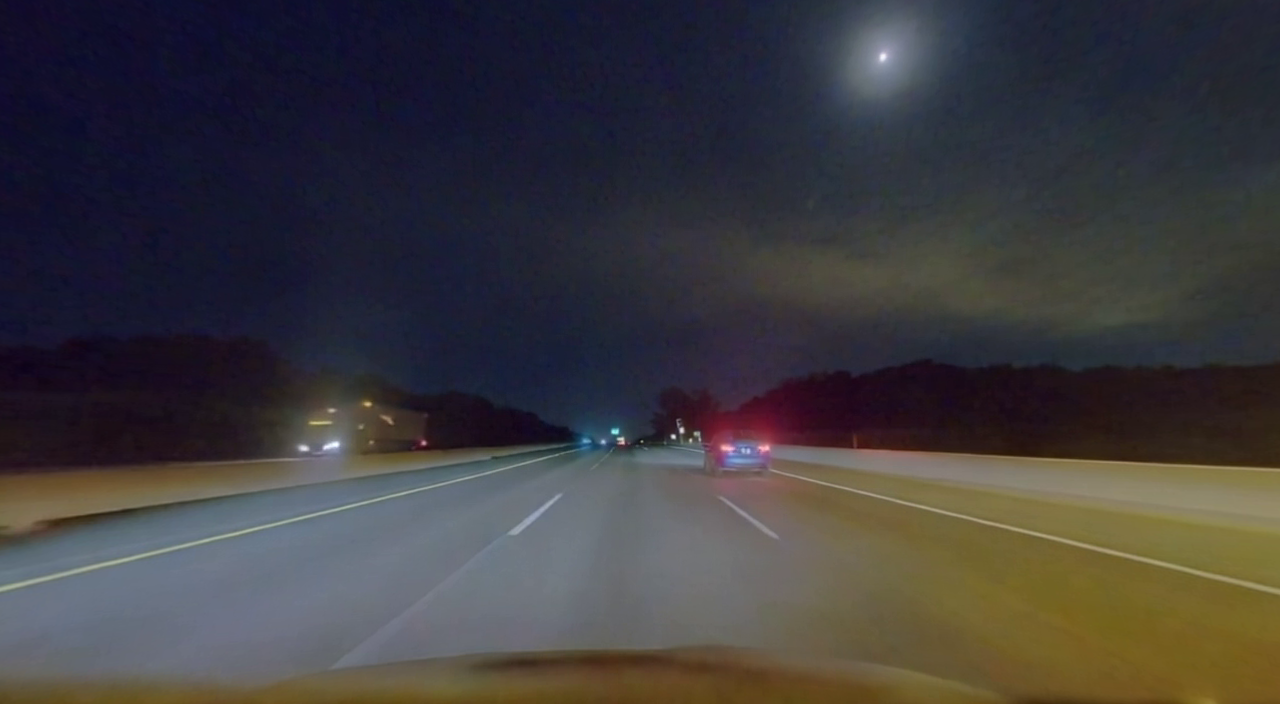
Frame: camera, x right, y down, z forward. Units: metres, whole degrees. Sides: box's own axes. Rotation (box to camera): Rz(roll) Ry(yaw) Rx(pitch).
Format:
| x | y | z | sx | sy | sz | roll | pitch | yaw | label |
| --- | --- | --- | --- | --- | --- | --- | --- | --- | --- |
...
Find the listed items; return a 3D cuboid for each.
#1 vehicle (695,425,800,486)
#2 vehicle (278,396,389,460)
| x | y | z | sx | sy | sz | roll | pitch | yaw | label |
| --- | --- | --- | --- | --- | --- | --- | --- | --- | --- |
| 3.143 | 3.130 | 19.382 | 2.349 | 1.651 | 4.161 | 0 | -8 | -2 | vehicle |
| -21.054 | 5.421 | 44.094 | 3.007 | 3.947 | 9.620 | 0 | -8 | -1 | vehicle |
